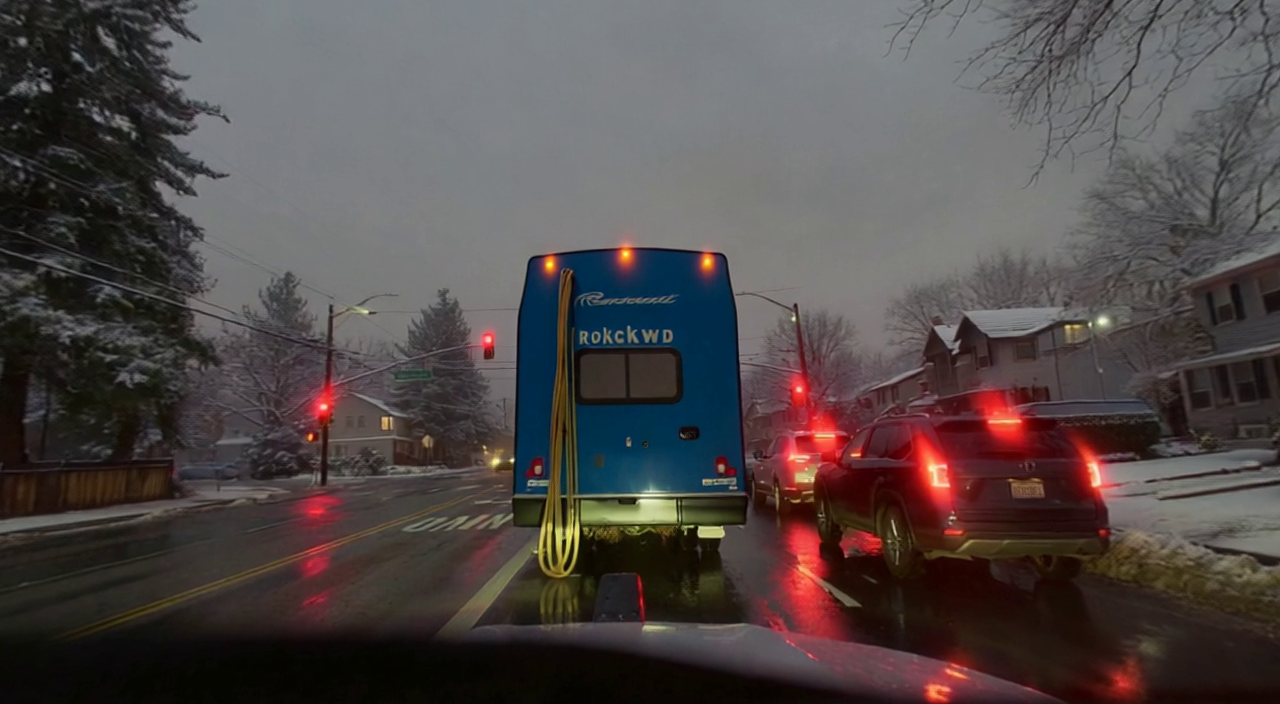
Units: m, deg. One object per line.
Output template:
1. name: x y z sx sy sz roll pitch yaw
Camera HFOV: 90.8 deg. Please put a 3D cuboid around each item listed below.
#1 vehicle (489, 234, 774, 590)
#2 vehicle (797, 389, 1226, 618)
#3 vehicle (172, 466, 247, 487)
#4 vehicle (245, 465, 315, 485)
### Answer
1. vehicle: -0.087 1.129 10.326 2.709 3.511 8.213 0 -9 0
2. vehicle: 3.415 1.491 7.131 2.104 1.735 4.408 0 -9 0
3. vehicle: -32.628 9.409 47.969 4.311 1.458 1.707 0 -9 -3
4. vehicle: -27.386 9.359 48.151 4.187 1.445 1.809 0 -9 0
